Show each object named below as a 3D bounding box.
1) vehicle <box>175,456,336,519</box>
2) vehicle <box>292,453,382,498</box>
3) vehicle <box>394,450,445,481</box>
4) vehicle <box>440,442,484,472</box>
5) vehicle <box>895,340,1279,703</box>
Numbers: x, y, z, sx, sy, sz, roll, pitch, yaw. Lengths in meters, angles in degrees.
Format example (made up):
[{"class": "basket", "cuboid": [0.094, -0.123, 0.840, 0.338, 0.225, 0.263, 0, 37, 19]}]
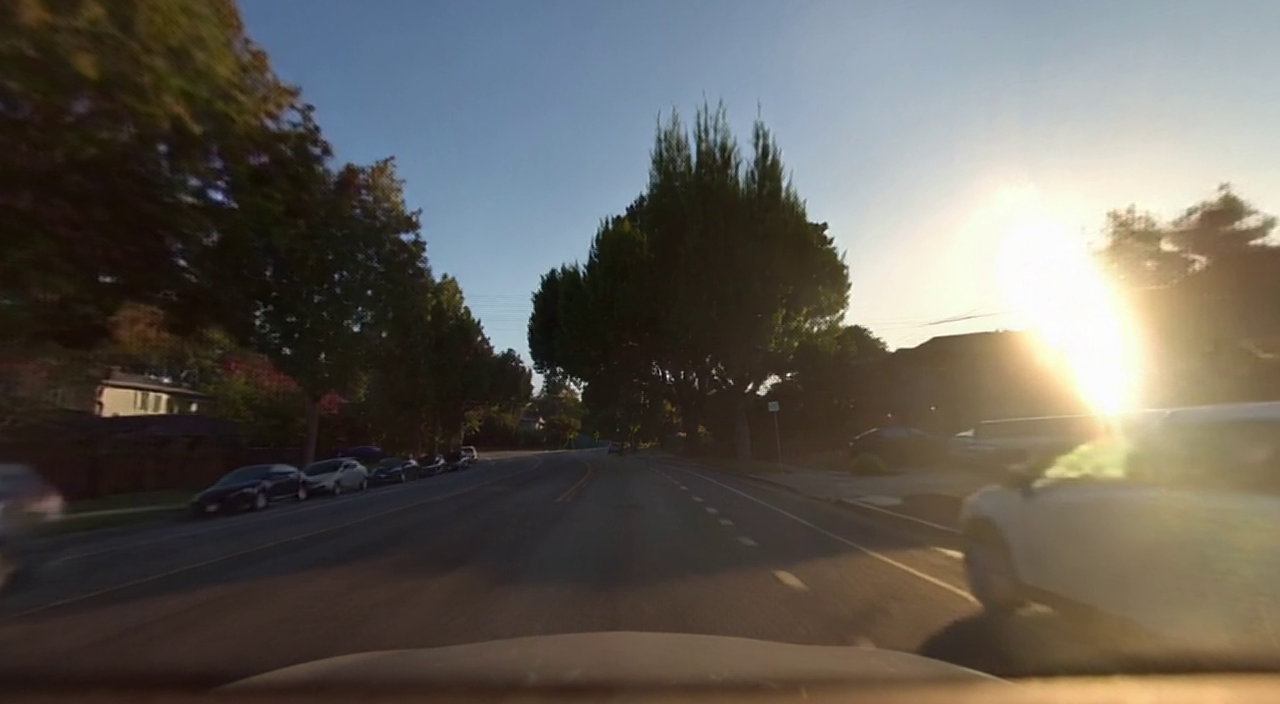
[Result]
[{"class": "vehicle", "cuboid": [-11.018, 3.874, 18.611, 1.922, 1.496, 4.598, 0, -8, -1]}, {"class": "vehicle", "cuboid": [-11.244, 4.578, 23.670, 1.586, 1.433, 3.485, 1, -8, 0]}, {"class": "vehicle", "cuboid": [-11.937, 6.137, 34.448, 1.750, 1.471, 3.960, 2, -8, -6]}, {"class": "vehicle", "cuboid": [-12.965, 7.643, 46.336, 2.190, 1.789, 5.477, -3, -7, -7]}, {"class": "vehicle", "cuboid": [3.725, 1.010, 3.635, 2.176, 1.793, 5.534, 0, -8, 0]}]
